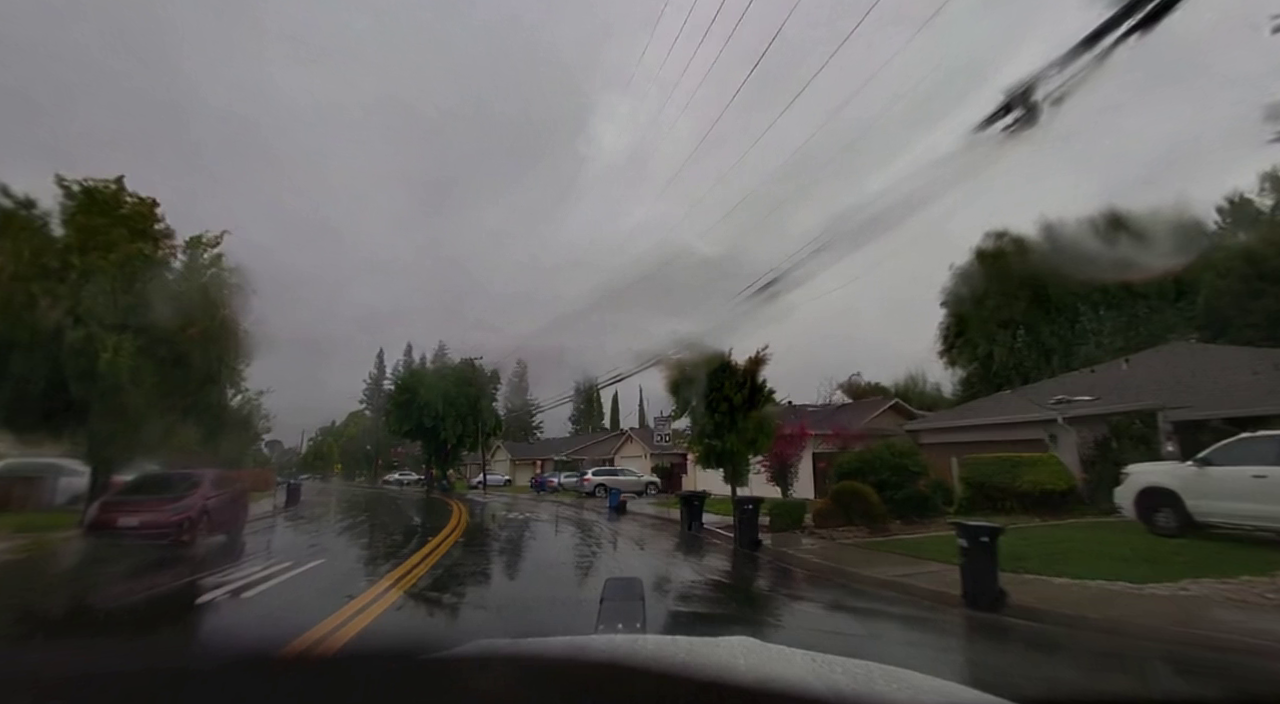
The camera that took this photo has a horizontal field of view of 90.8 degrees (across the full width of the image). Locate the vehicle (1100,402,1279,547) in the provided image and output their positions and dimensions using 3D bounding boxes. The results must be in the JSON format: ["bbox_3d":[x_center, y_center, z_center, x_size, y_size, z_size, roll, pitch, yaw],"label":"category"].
[{"bbox_3d":[10.117,1.785,9.232,2.332,2.000,5.721,0,-10,-2],"label":"vehicle"}]

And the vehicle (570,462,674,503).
[{"bbox_3d":[-0.989,7.155,34.798,5.229,1.790,2.153,0,-11,-23],"label":"vehicle"}]

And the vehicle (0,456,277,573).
[{"bbox_3d":[-8.337,2.621,11.031,1.994,1.515,4.385,2,-9,-10],"label":"vehicle"}]
